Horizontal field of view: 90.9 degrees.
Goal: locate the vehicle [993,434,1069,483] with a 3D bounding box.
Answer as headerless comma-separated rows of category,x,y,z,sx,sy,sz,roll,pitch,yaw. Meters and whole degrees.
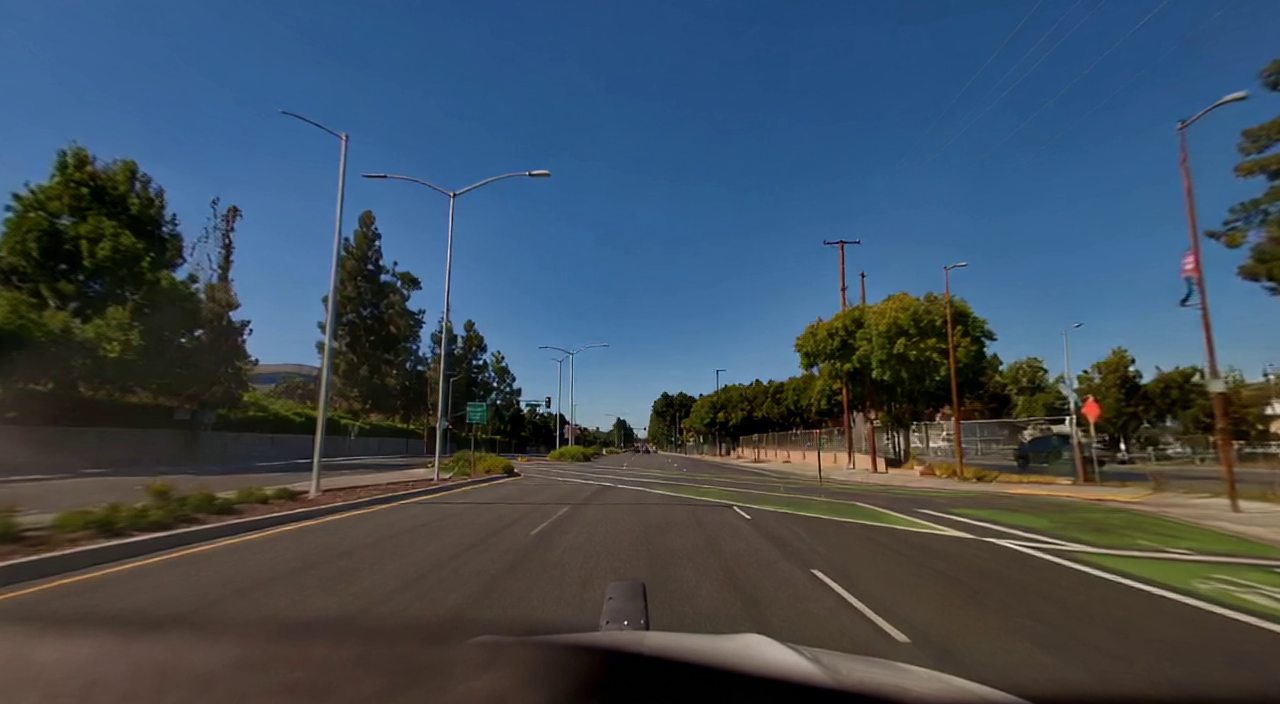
vehicle,15.987,4.351,25.944,1.800,1.840,2.969,-3,-9,16
